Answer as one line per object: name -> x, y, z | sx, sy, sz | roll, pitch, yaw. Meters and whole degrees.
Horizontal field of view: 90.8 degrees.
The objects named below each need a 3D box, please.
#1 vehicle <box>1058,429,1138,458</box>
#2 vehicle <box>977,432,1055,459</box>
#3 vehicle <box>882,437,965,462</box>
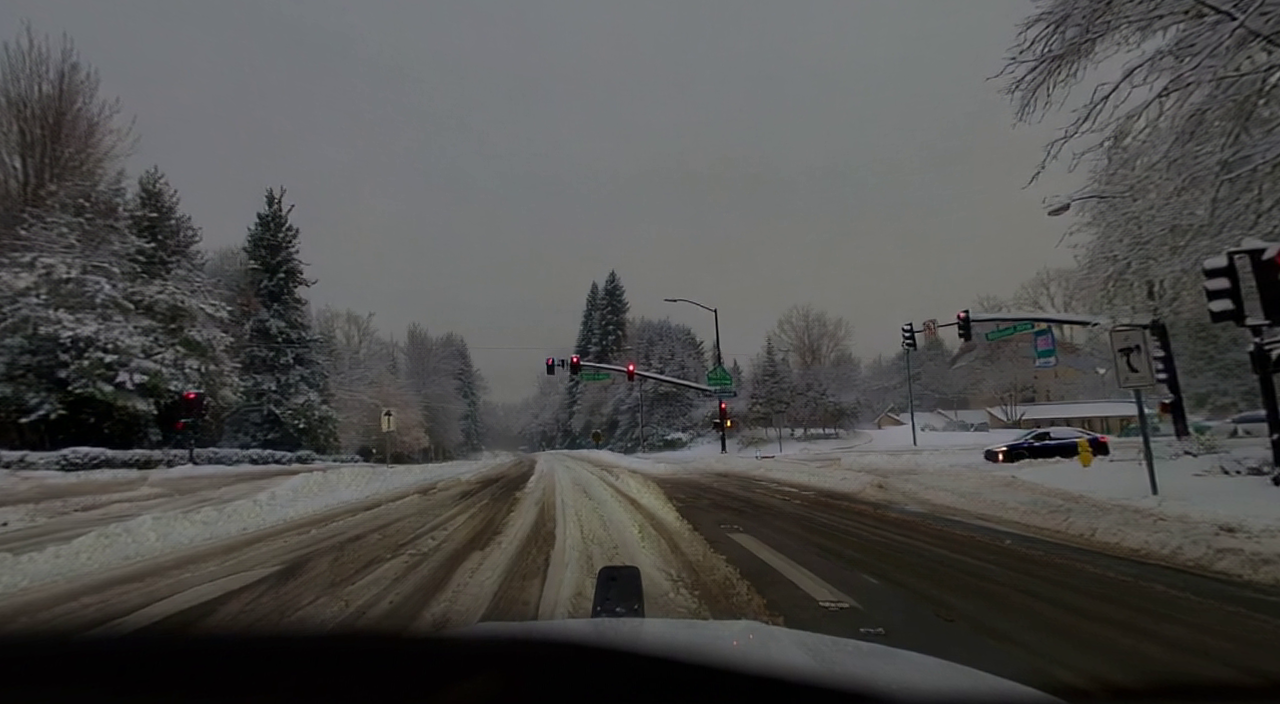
vehicle -> 36.100, 7.209, 49.749 | 6.148, 2.119, 2.473 | 4, -10, -28
vehicle -> 26.949, 6.733, 45.279 | 5.032, 1.828, 2.183 | 4, -9, -24
vehicle -> 18.687, 6.432, 41.623 | 5.234, 1.549, 1.982 | 4, -9, -24
